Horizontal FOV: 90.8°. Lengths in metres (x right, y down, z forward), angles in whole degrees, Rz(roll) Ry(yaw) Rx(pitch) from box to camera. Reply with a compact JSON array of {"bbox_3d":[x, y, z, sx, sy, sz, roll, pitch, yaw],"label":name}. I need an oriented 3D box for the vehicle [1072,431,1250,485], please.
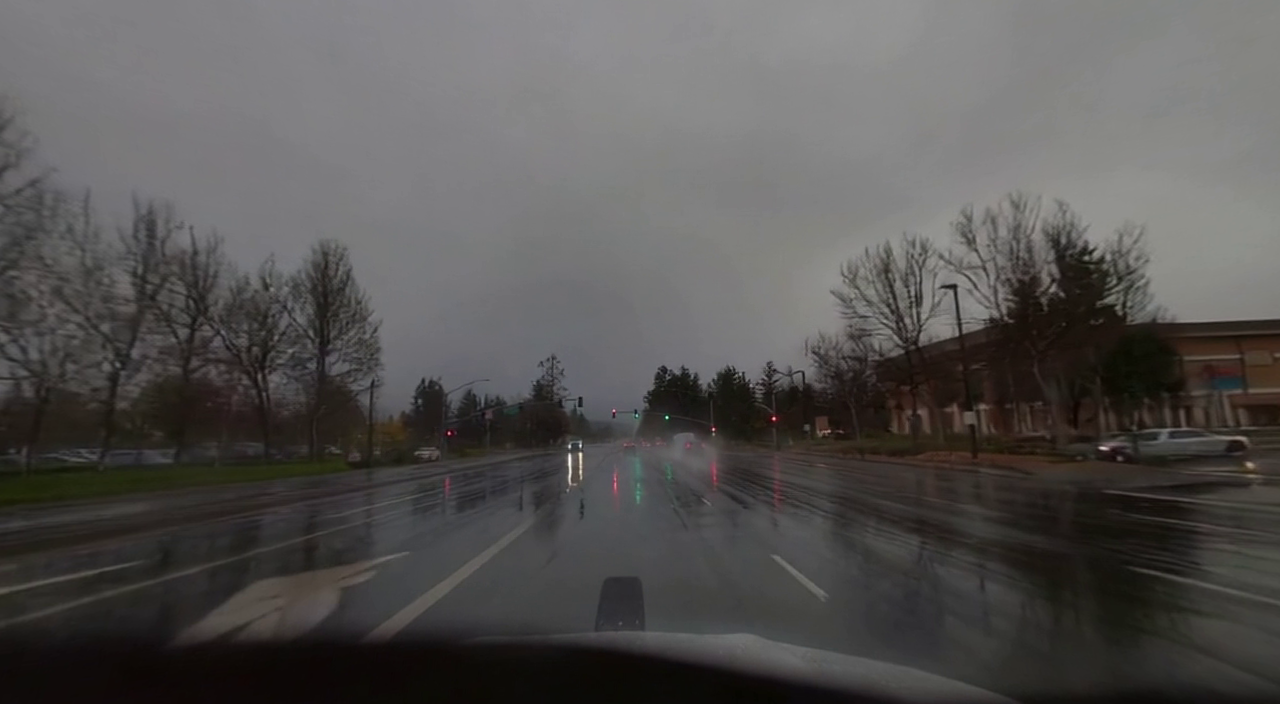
[{"bbox_3d":[18.064,3.683,22.073,4.427,1.747,2.024,0,-9,-2],"label":"vehicle"}]
